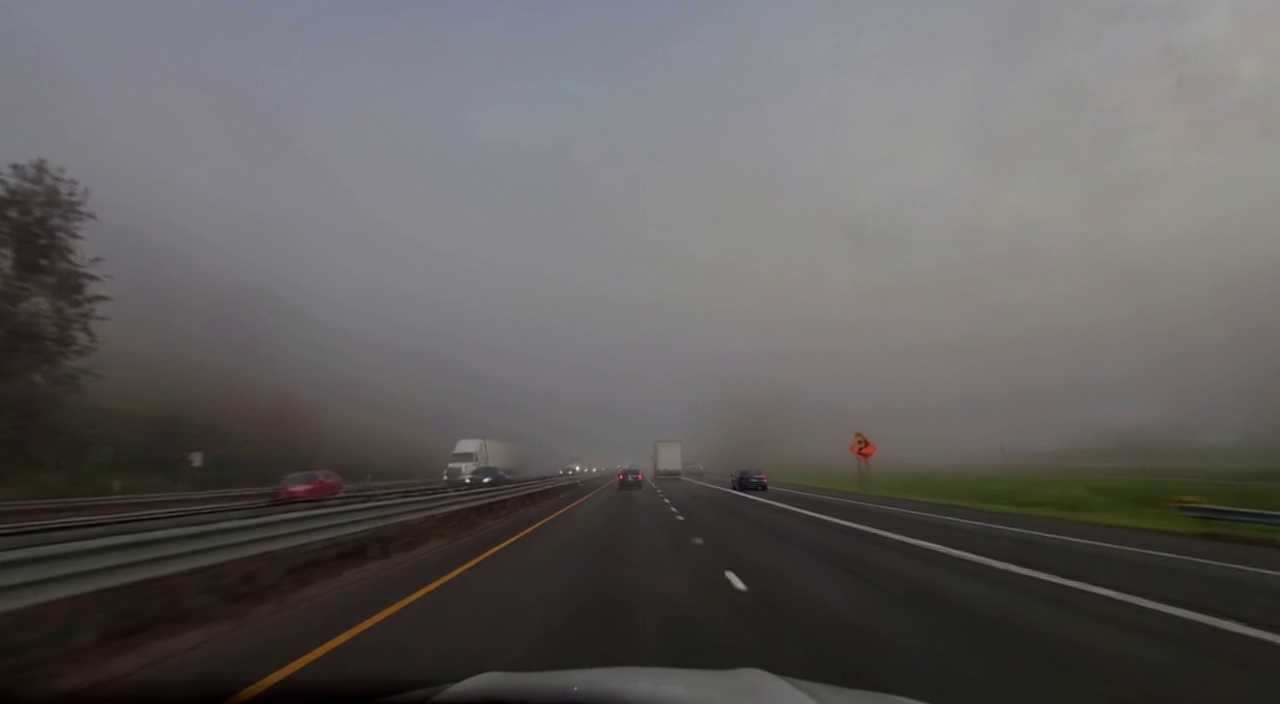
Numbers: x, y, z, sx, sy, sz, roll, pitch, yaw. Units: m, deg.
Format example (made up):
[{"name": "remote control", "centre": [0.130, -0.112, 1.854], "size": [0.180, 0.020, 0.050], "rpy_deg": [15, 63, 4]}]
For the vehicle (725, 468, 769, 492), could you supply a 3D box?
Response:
[{"name": "vehicle", "centre": [6.939, 8.355, 41.306], "size": [1.977, 1.494, 4.311], "rpy_deg": [1, -11, -2]}]

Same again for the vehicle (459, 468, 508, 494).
[{"name": "vehicle", "centre": [-9.782, 8.099, 39.771], "size": [1.931, 1.502, 4.561], "rpy_deg": [1, -11, -1]}]

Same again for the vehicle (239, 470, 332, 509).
[{"name": "vehicle", "centre": [-14.589, 5.655, 26.148], "size": [1.784, 1.434, 3.576], "rpy_deg": [1, -11, -1]}]

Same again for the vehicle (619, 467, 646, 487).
[{"name": "vehicle", "centre": [-0.606, 9.874, 49.839], "size": [2.025, 1.452, 3.927], "rpy_deg": [1, -11, -1]}]
